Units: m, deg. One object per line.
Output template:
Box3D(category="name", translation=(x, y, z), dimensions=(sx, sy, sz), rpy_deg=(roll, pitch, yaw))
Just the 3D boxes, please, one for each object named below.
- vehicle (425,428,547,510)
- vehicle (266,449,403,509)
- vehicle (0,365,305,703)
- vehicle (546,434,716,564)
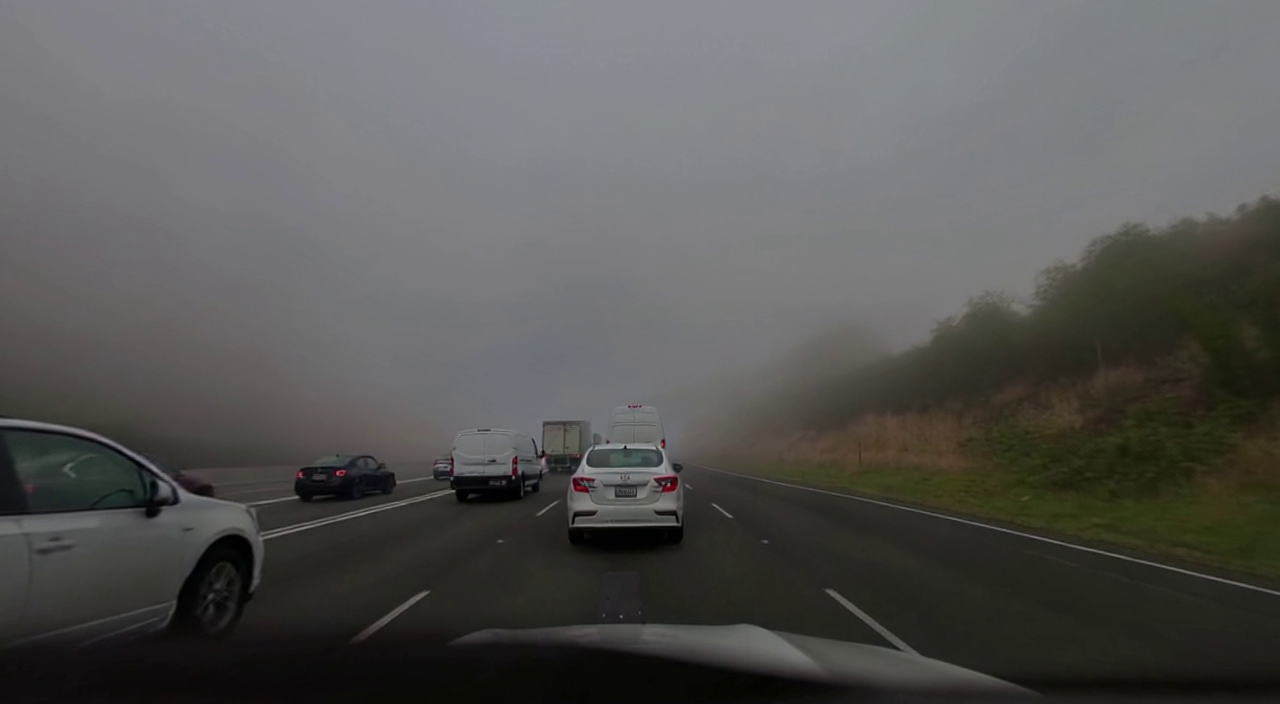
Box3D(category="vehicle", translation=(-3.997, 3.134, 17.300), dimensions=(2.055, 1.913, 4.584), rpy_deg=(-1, -9, 2))
Box3D(category="vehicle", translation=(-8.394, 3.487, 17.772), dimensions=(1.826, 1.465, 3.916), rpy_deg=(-1, -9, 1))
Box3D(category="vehicle", translation=(-3.615, 0.903, 2.601), dimensions=(2.029, 1.656, 4.437), rpy_deg=(0, -9, 0))
Box3D(category="vehicle", translation=(-0.135, 2.007, 9.202), dimensions=(1.995, 1.495, 3.380), rpy_deg=(0, -9, -1))
